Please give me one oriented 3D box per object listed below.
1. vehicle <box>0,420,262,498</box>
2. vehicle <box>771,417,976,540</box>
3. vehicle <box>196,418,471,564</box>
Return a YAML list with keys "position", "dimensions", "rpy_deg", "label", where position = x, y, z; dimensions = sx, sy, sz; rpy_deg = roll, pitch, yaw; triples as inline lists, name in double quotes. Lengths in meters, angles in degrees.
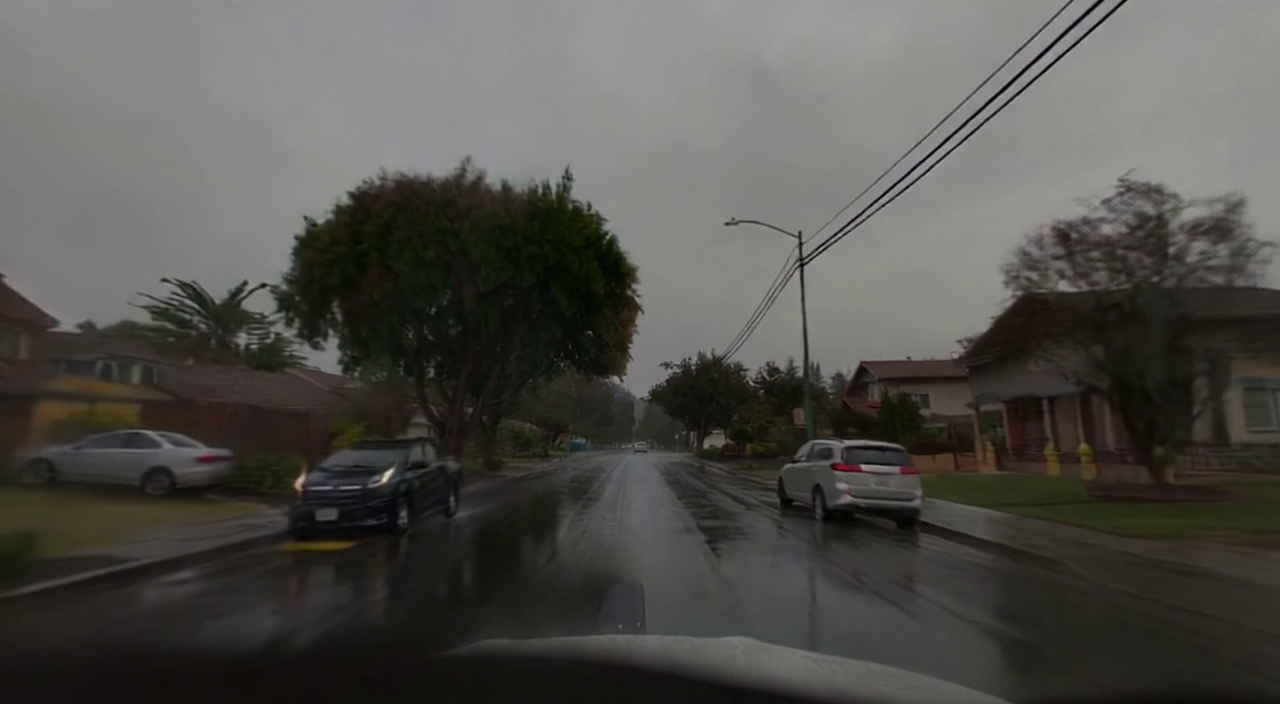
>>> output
- position: [-13.100, 2.713, 16.212]
  dimensions: [5.411, 1.847, 2.100]
  rpy_deg: [0, -8, 0]
  label: "vehicle"
- position: [4.013, 2.252, 11.932]
  dimensions: [2.173, 1.806, 4.701]
  rpy_deg: [1, -9, 2]
  label: "vehicle"
- position: [-4.313, 2.007, 9.835]
  dimensions: [2.157, 1.736, 4.104]
  rpy_deg: [-1, -8, 1]
  label: "vehicle"
